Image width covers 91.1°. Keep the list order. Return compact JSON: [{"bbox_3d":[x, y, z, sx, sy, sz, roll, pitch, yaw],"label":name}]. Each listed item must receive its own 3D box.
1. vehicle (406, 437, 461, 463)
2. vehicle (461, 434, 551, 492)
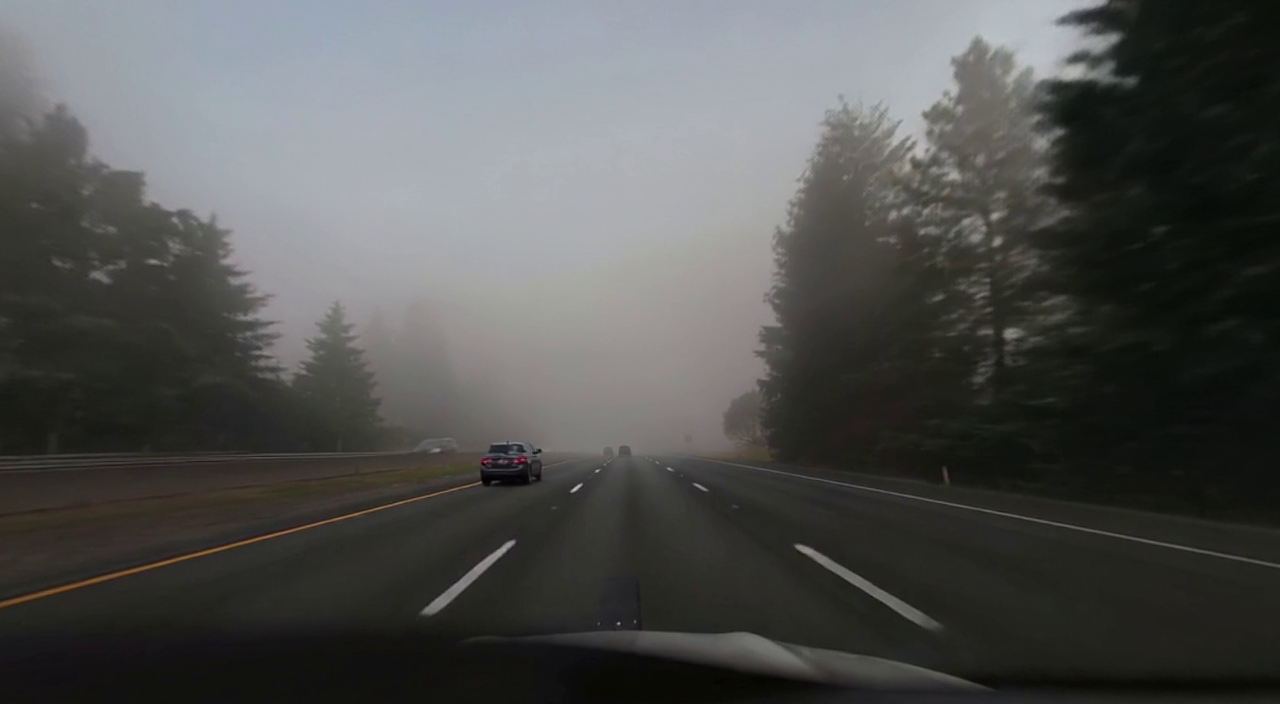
[{"bbox_3d":[-13.753,6.541,42.152,2.117,1.618,4.919,0,-9,-1],"label":"vehicle"},{"bbox_3d":[-4.374,3.704,21.315,2.111,1.717,4.426,0,-9,0],"label":"vehicle"}]
